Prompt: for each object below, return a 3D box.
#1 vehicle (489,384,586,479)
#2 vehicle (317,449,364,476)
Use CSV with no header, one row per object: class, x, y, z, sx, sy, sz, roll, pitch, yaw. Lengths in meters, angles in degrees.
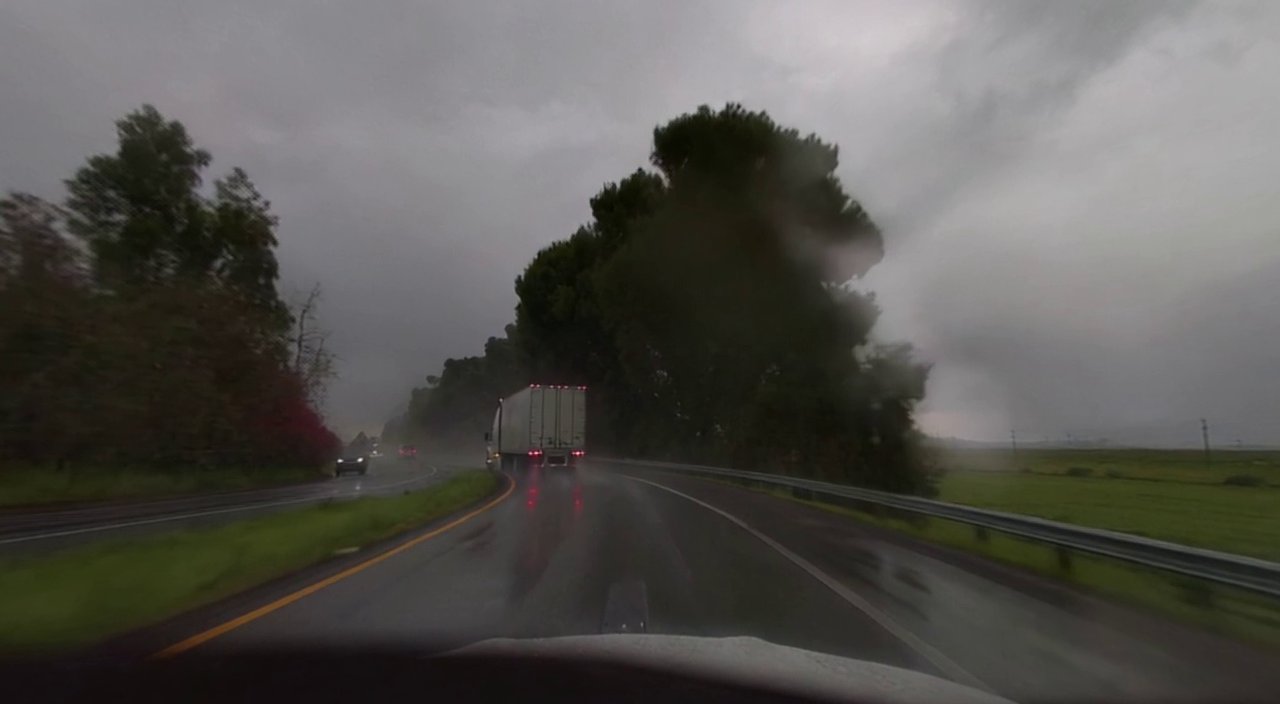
vehicle,-6.117,4.436,34.838,3.087,4.178,13.682,1,-8,-19
vehicle,-17.926,6.568,37.598,1.988,1.493,4.333,5,-10,-31
